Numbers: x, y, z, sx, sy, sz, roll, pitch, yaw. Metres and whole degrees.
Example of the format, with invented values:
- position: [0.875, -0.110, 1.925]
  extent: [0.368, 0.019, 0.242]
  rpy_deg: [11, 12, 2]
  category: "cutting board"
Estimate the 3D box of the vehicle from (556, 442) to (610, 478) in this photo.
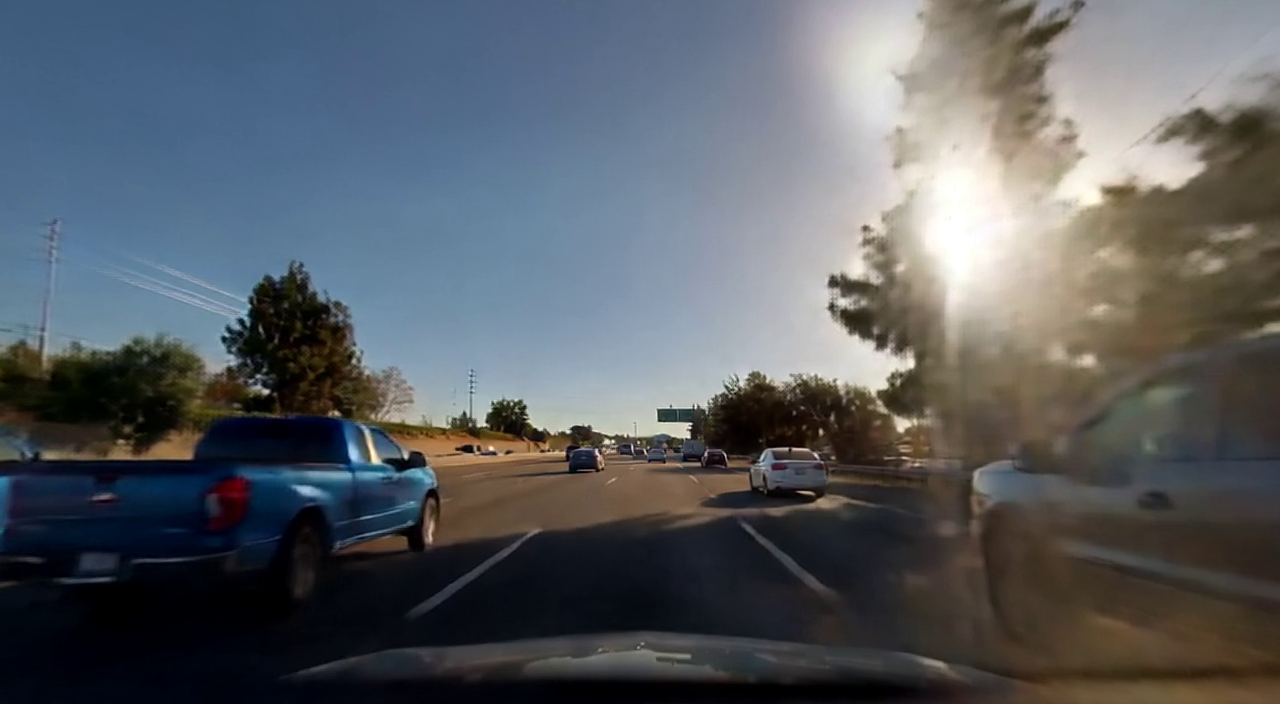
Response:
- position: [-2.878, 5.587, 32.949]
  extent: [2.209, 1.714, 4.576]
  rpy_deg: [-1, -8, 2]
  category: "vehicle"

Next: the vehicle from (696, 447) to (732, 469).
- position: [5.201, 7.529, 44.896]
  extent: [2.072, 1.456, 4.537]
  rpy_deg: [0, -8, 1]
  category: "vehicle"

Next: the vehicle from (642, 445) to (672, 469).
- position: [1.214, 7.674, 46.322]
  extent: [2.080, 1.682, 4.150]
  rpy_deg: [0, -8, 1]
  category: "vehicle"

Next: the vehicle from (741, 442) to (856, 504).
- position: [4.289, 3.327, 17.888]
  extent: [2.111, 1.498, 4.466]
  rpy_deg: [0, -8, 0]
  category: "vehicle"

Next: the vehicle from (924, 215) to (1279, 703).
- position: [3.648, 0.508, 1.537]
  extent: [3.024, 2.092, 6.797]
  rpy_deg: [-1, -8, 3]
  category: "vehicle"

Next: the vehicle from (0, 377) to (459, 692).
- position: [-3.543, 1.368, 5.959]
  extent: [2.146, 1.775, 4.553]
  rpy_deg: [0, -8, 2]
  category: "vehicle"
